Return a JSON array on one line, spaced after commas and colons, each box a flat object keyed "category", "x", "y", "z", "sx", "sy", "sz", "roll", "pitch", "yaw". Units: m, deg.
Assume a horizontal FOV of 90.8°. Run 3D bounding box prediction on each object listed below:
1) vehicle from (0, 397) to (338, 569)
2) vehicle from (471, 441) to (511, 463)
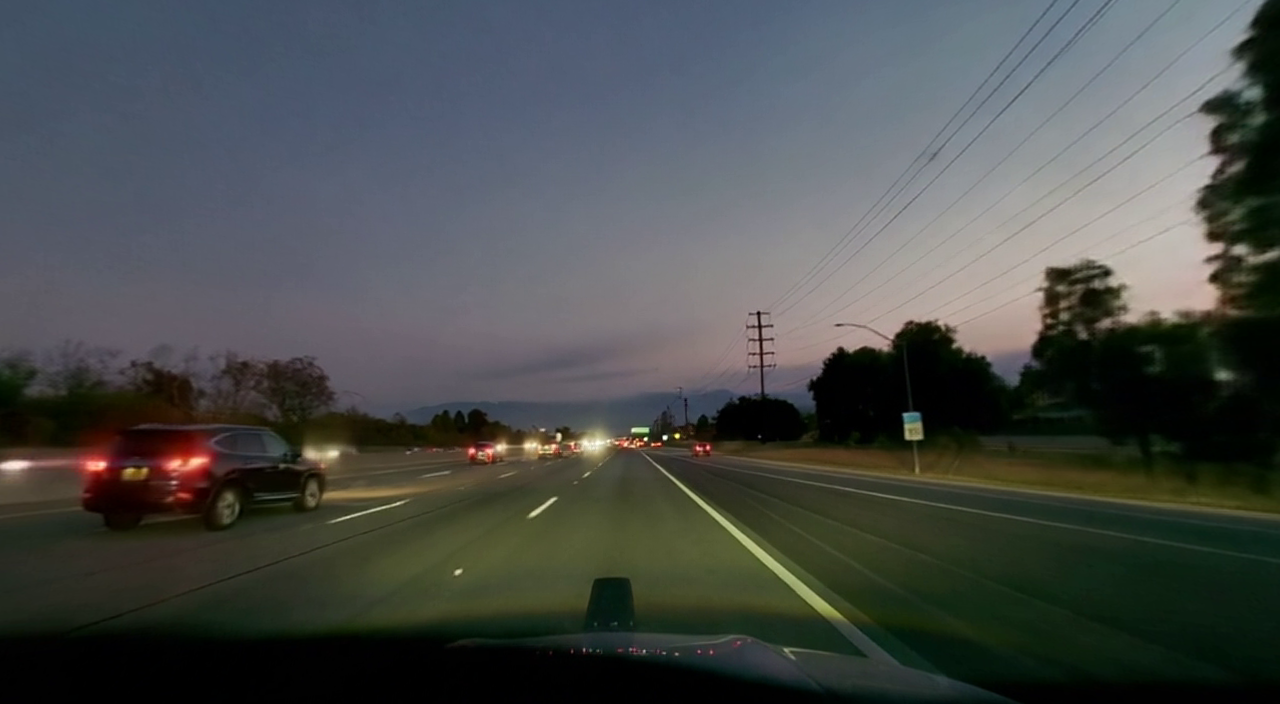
[{"category": "vehicle", "x": -6.869, "y": 1.784, "z": 9.422, "sx": 2.115, "sy": 1.799, "sz": 5.444, "roll": 0, "pitch": -9, "yaw": -1}, {"category": "vehicle", "x": -10.757, "y": 7.255, "z": 45.956, "sx": 1.887, "sy": 1.473, "sz": 4.352, "roll": 0, "pitch": -9, "yaw": 0}]
